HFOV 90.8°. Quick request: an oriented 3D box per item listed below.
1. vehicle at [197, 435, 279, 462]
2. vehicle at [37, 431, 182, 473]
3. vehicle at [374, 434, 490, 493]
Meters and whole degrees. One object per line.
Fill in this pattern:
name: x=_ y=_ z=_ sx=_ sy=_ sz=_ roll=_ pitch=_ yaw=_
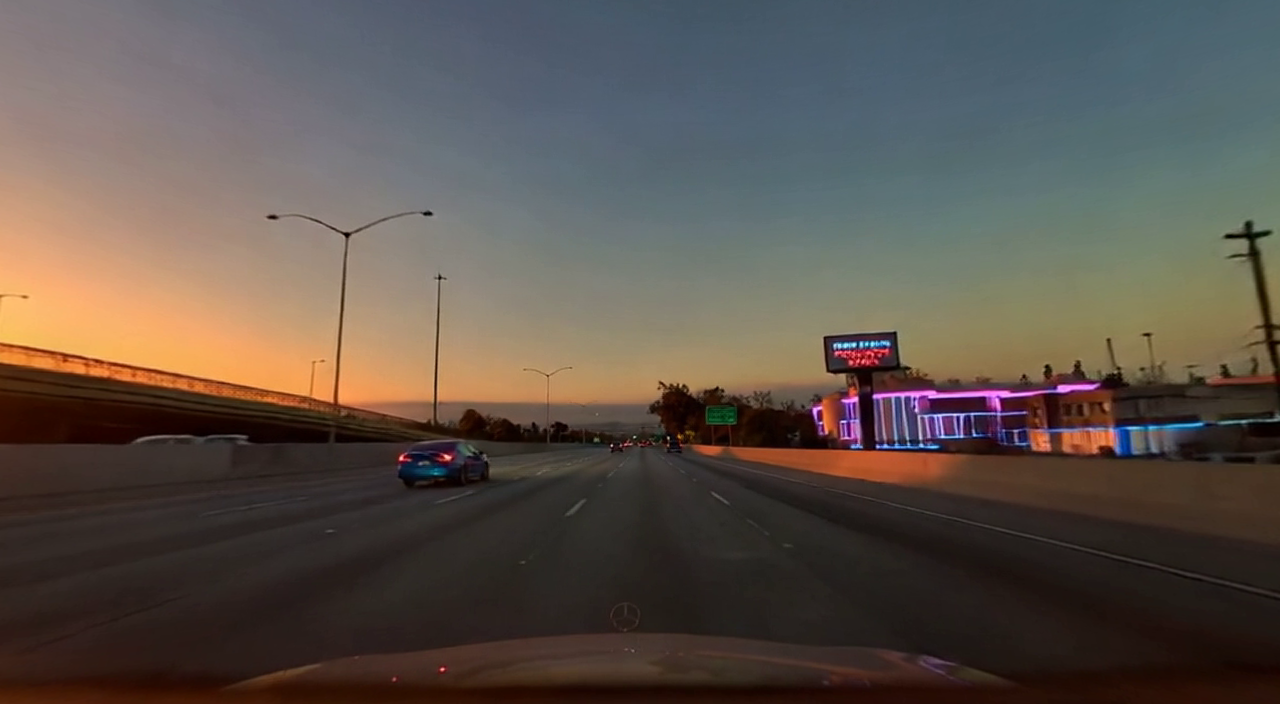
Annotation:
vehicle: x=-25.316 y=6.104 z=40.023 sx=1.960 sy=1.625 sz=4.816 roll=0 pitch=-8 yaw=0
vehicle: x=-22.312 y=4.231 z=26.903 sx=1.978 sy=1.616 sz=4.835 roll=0 pitch=-8 yaw=0
vehicle: x=-6.025 y=3.267 z=18.889 sx=1.990 sy=1.529 sz=4.288 roll=0 pitch=-8 yaw=0
